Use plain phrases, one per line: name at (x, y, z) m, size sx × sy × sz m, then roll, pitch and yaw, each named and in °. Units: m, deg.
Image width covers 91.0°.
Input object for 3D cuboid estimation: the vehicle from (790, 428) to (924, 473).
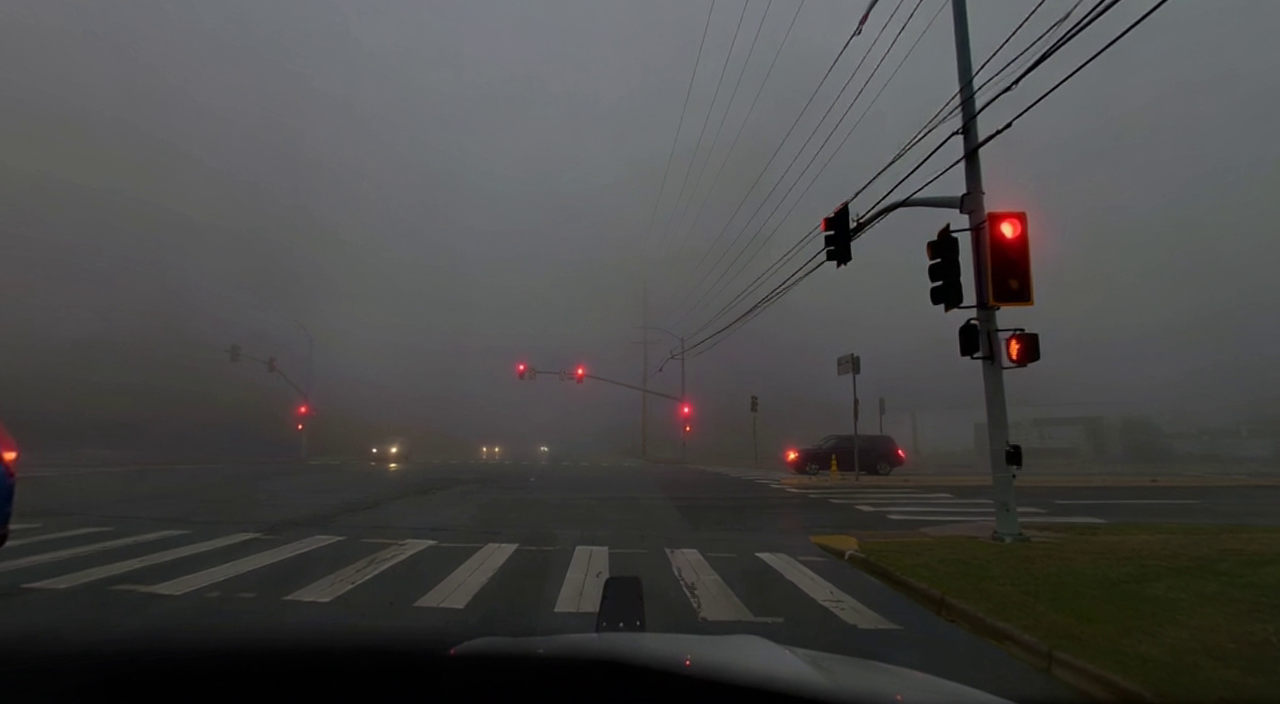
vehicle at (8.699, 4.021, 25.727) m, size 4.884 × 1.714 × 2.021 m, roll -2°, pitch -9°, yaw 12°
